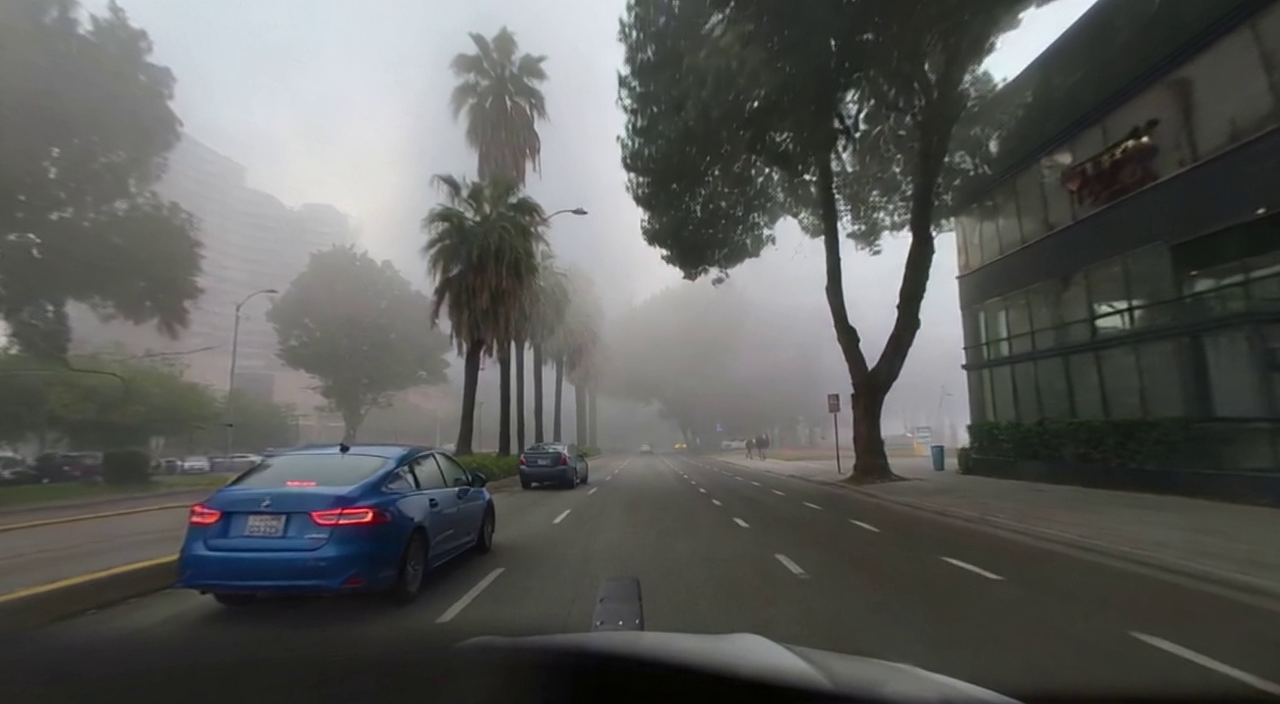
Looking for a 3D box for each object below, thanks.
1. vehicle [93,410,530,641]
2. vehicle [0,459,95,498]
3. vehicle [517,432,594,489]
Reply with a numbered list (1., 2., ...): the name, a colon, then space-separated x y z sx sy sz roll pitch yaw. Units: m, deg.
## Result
1. vehicle: -2.624 1.506 6.542 2.071 1.544 4.383 0 -9 1
2. vehicle: -29.797 6.144 30.969 1.914 1.657 4.646 0 -9 0
3. vehicle: -2.702 3.604 21.228 1.894 1.702 3.999 0 -9 2
